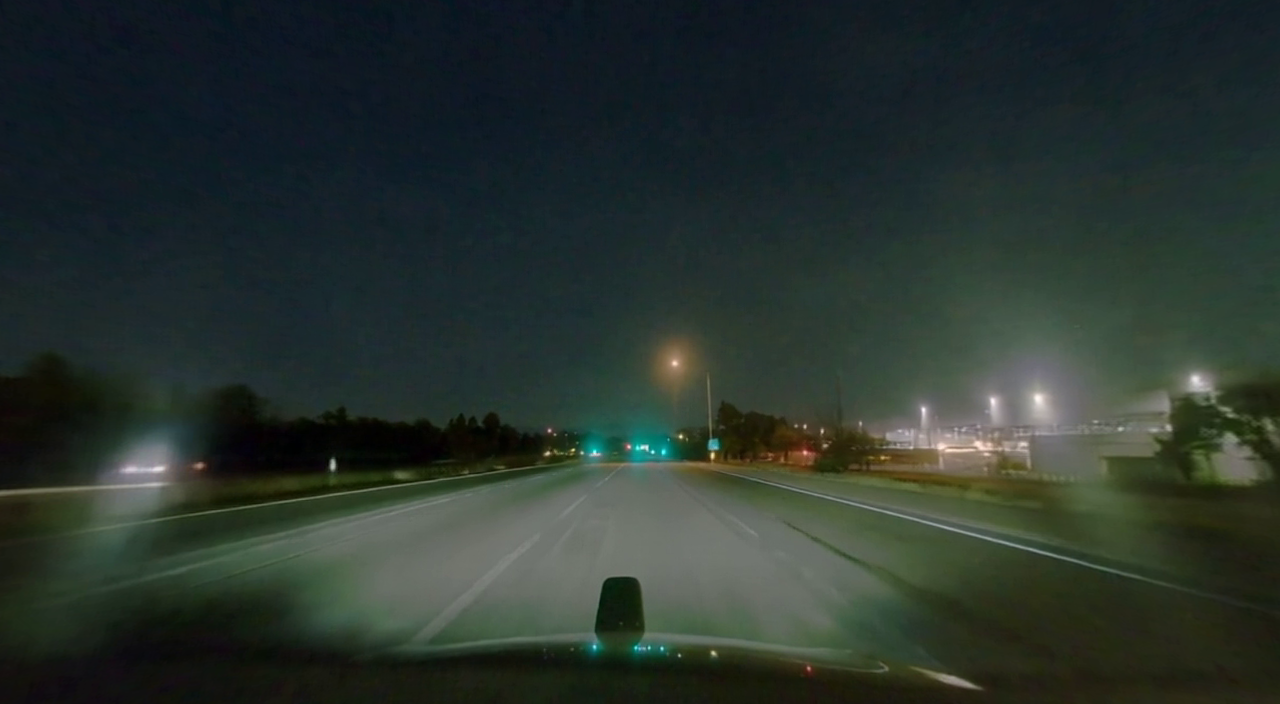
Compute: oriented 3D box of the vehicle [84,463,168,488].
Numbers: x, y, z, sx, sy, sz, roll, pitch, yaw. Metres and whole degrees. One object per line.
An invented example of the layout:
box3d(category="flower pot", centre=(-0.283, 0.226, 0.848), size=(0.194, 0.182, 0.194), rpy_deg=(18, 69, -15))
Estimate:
box3d(category="vehicle", centre=(-35.679, 8.570, 43.879), size=(1.868, 1.518, 4.645), rpy_deg=(0, -9, 1))
